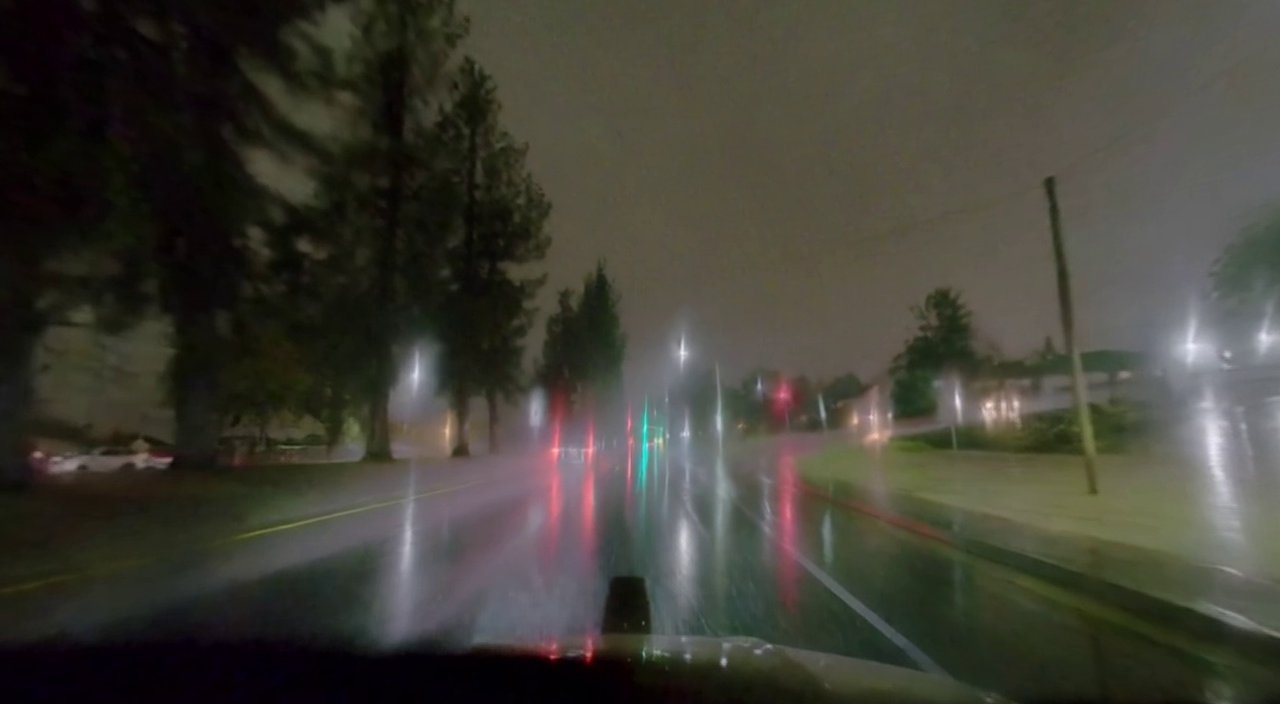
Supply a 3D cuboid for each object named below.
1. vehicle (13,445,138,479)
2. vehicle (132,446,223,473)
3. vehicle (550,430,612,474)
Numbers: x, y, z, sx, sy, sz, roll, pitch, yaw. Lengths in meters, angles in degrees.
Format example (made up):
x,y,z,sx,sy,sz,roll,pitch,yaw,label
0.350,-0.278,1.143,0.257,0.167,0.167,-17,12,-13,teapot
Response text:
x,y,z,sx,sy,sz,roll,pitch,yaw,label
-28.987,5.626,32.623,1.845,1.513,4.993,-3,-8,1,vehicle
-28.475,6.626,39.040,1.866,1.479,4.731,0,-8,4,vehicle
-2.391,4.202,26.722,2.016,1.694,4.335,0,-8,2,vehicle
